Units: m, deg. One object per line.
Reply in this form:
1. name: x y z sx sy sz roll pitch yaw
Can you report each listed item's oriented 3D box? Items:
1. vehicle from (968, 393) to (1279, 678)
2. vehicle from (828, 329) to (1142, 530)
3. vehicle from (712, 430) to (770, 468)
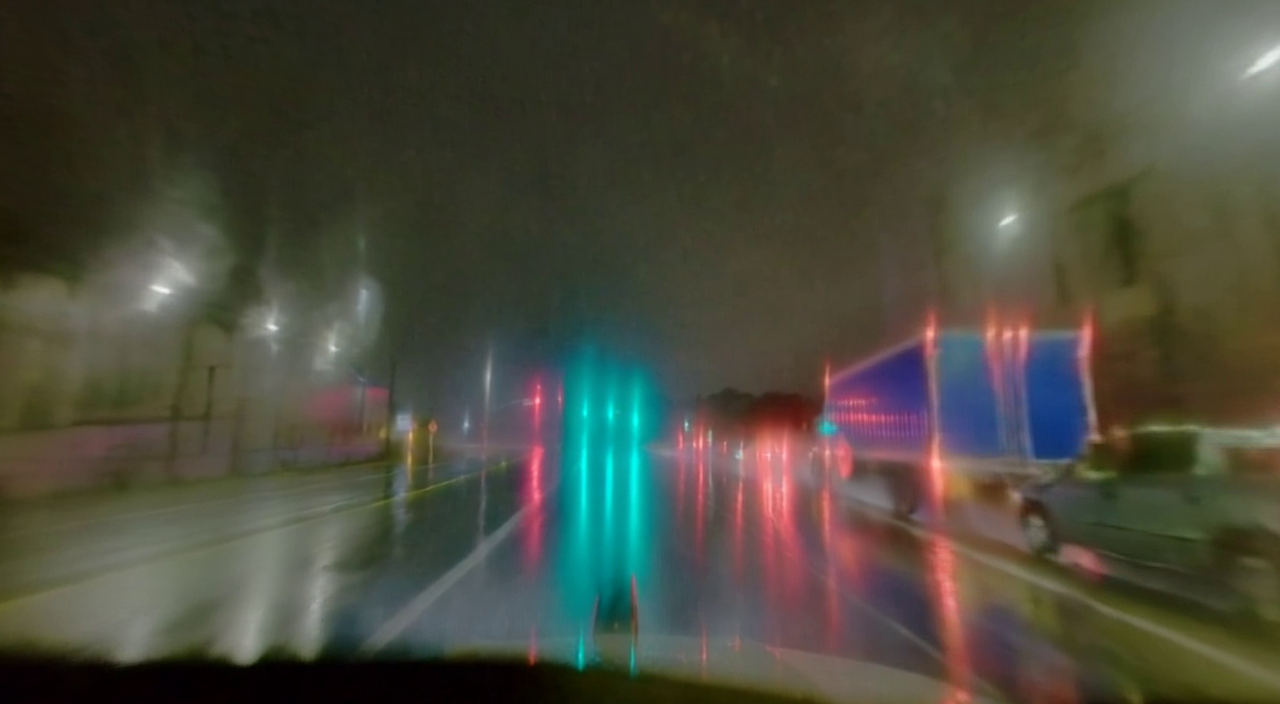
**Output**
1. vehicle: 4.917 1.348 5.712 1.926 1.650 4.315 -1 -8 7
2. vehicle: 6.336 1.719 13.530 2.625 2.975 8.237 -1 -8 5
3. vehicle: 4.970 4.847 31.501 1.917 1.748 4.003 0 -8 -5
